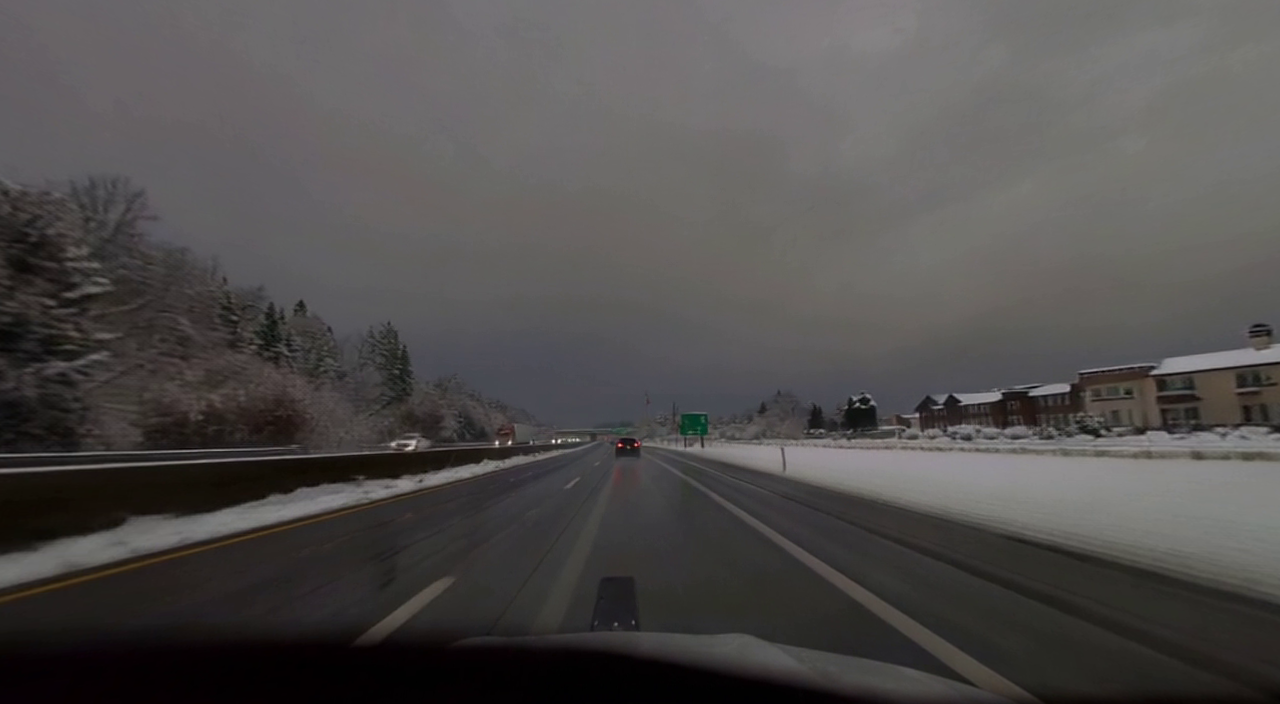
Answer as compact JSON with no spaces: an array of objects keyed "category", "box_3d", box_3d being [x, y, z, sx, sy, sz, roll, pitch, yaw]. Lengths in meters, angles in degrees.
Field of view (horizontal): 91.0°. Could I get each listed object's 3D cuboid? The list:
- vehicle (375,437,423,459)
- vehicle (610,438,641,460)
[{"category":"vehicle","box_3d":[-16.976,6.764,44.537,1.913,1.476,4.020,0,-8,-1]},{"category":"vehicle","box_3d":[-1.035,6.844,44.553,2.099,1.504,3.843,0,-8,-2]}]
